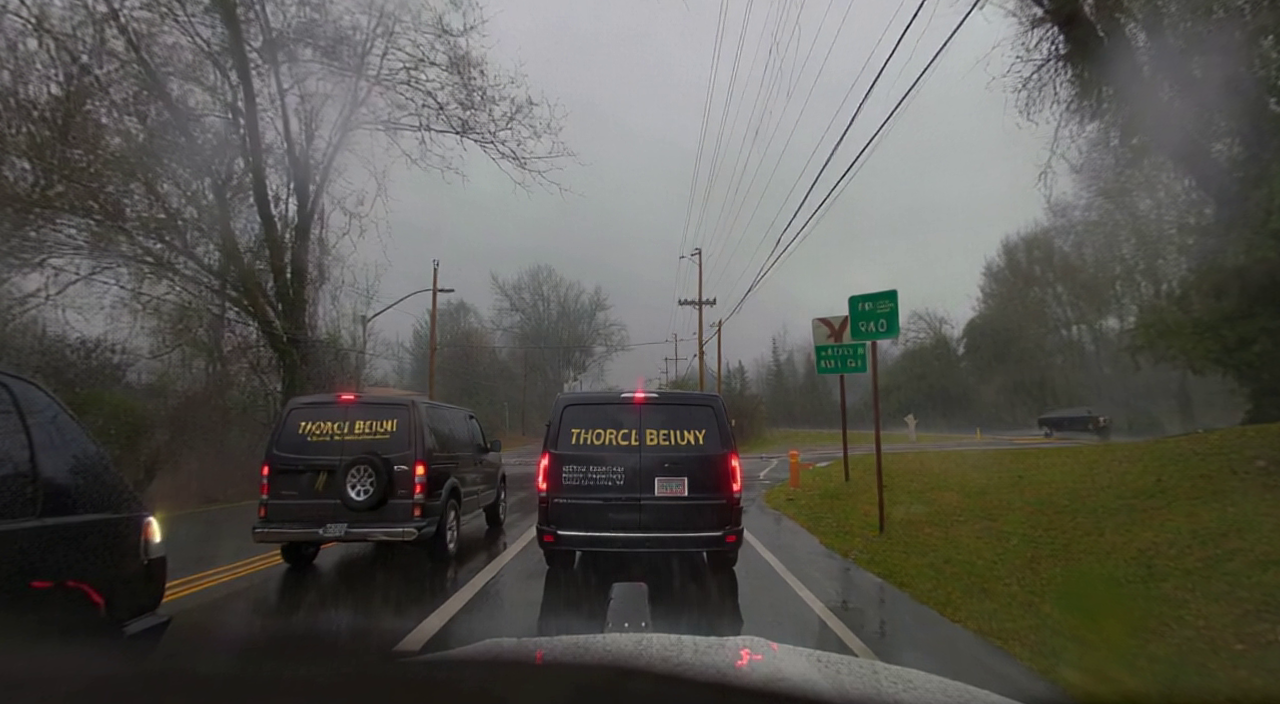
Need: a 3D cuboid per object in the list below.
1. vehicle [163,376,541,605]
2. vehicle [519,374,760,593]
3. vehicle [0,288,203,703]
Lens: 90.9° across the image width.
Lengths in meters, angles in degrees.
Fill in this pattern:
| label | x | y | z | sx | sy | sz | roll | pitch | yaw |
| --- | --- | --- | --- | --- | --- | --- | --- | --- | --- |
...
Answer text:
| label | x | y | z | sx | sy | sz | roll | pitch | yaw |
| --- | --- | --- | --- | --- | --- | --- | --- | --- | --- |
| vehicle | -2.755 | 1.480 | 7.615 | 2.109 | 1.851 | 4.749 | -1 | -8 | 3 |
| vehicle | 0.108 | 1.458 | 7.702 | 2.117 | 1.911 | 4.095 | -1 | -8 | 4 |
| vehicle | -3.095 | 0.462 | 0.245 | 2.160 | 1.796 | 4.997 | 0 | -8 | 1 |
